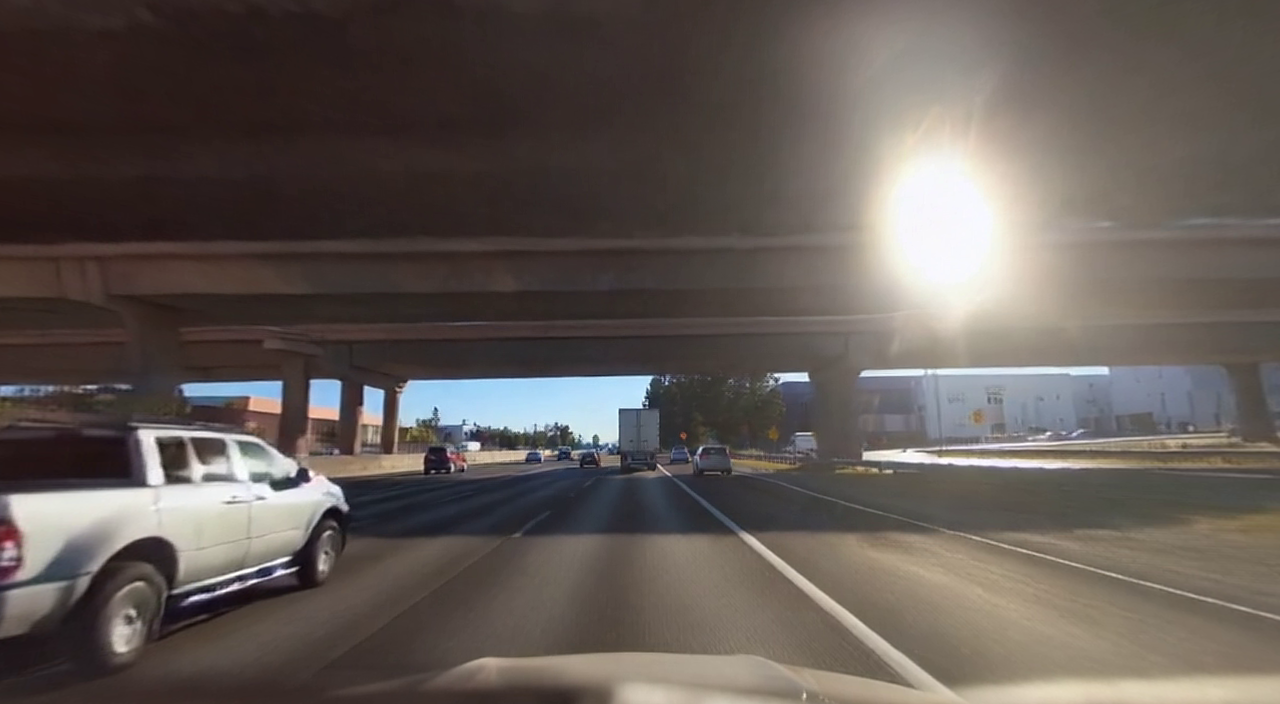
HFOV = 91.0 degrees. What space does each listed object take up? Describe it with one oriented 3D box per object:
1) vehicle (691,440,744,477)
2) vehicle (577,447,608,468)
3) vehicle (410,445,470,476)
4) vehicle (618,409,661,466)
[{"bbox_3d":[3.786,5.294,31.484,2.107,1.707,4.445,0,-9,0],"label":"vehicle"},{"bbox_3d":[-3.709,8.241,49.389,2.083,1.576,4.307,0,-9,0],"label":"vehicle"},{"bbox_3d":[-11.213,6.124,35.626,1.966,1.627,4.258,0,-9,1],"label":"vehicle"},{"bbox_3d":[0.125,6.767,49.146,3.012,3.928,10.262,0,-9,2],"label":"vehicle"}]
